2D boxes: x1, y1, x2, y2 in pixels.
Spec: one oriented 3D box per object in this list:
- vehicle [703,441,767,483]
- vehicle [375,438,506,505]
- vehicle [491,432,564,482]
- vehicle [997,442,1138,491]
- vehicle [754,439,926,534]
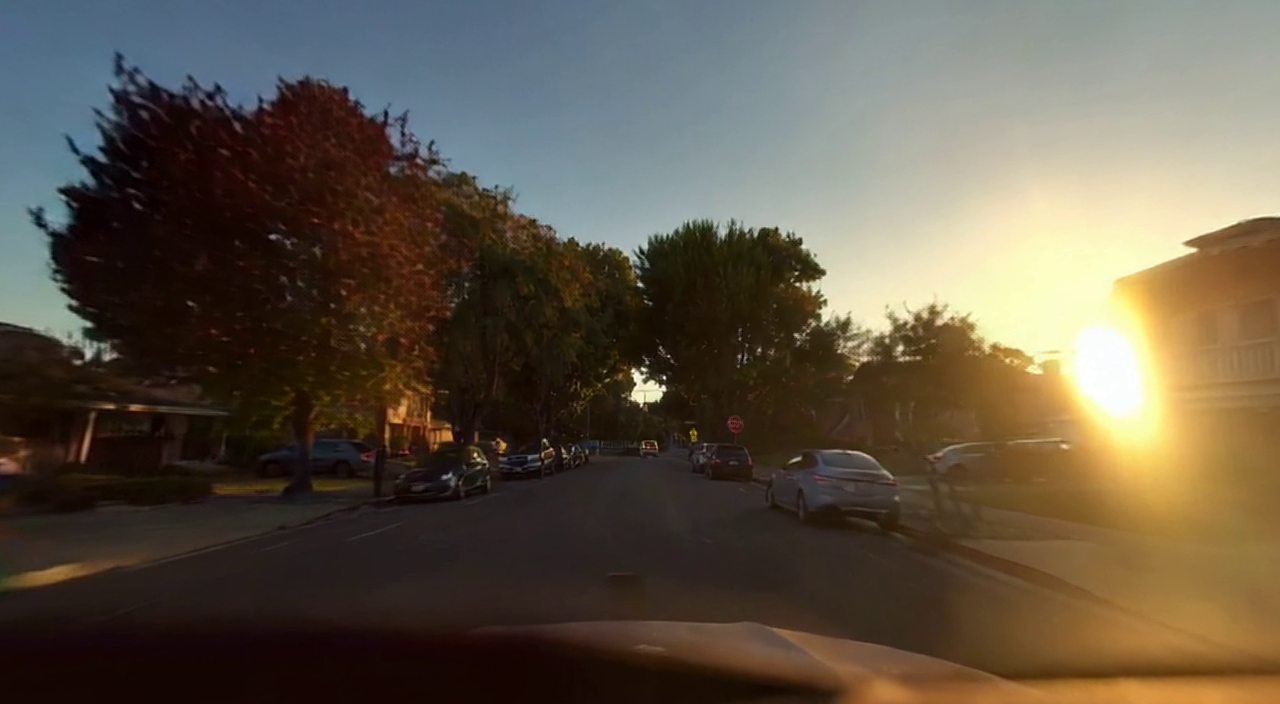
[{"bbox_3d":[3.744,4.412,25.471,1.987,1.518,4.686,0,-8,2],"label":"vehicle"},{"bbox_3d":[-5.214,3.156,17.167,1.872,1.515,4.535,1,-8,3],"label":"vehicle"},{"bbox_3d":[-4.710,4.481,27.130,2.162,1.857,4.758,2,-8,1],"label":"vehicle"},{"bbox_3d":[14.661,3.915,21.576,3.992,1.517,1.764,4,-9,-15],"label":"vehicle"},{"bbox_3d":[3.629,2.499,12.389,1.871,1.514,4.553,0,-8,0],"label":"vehicle"}]
